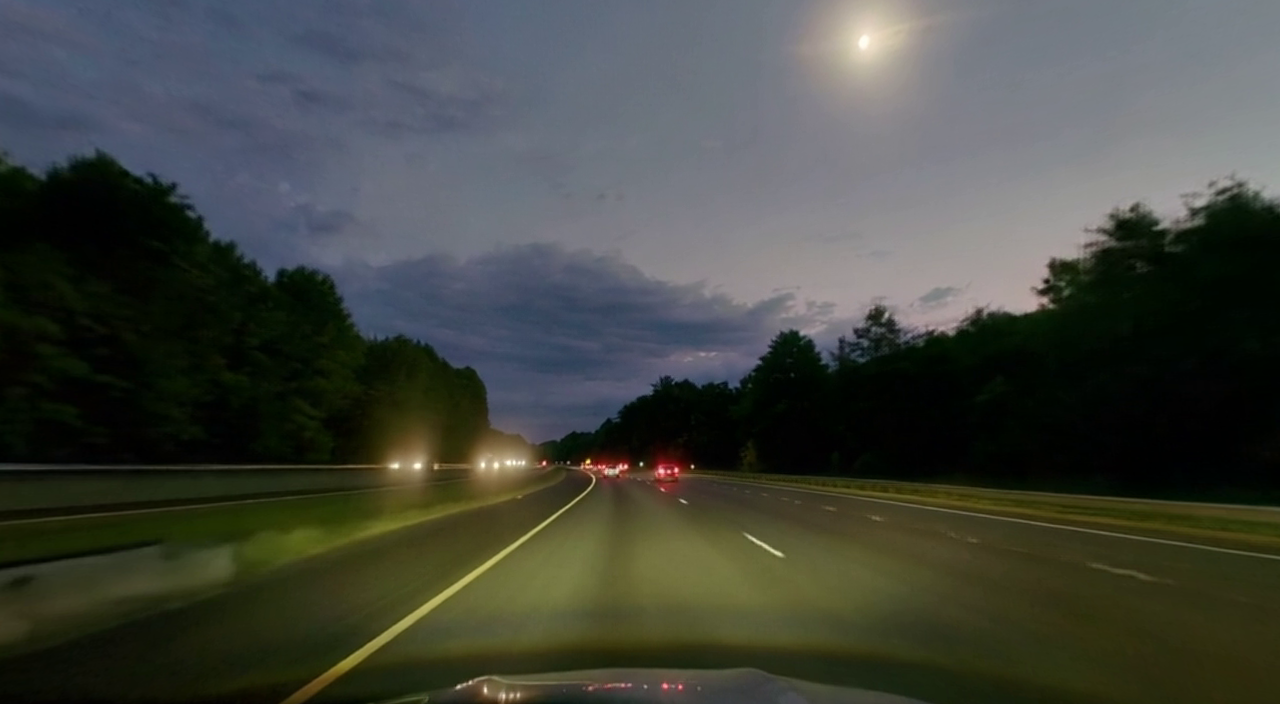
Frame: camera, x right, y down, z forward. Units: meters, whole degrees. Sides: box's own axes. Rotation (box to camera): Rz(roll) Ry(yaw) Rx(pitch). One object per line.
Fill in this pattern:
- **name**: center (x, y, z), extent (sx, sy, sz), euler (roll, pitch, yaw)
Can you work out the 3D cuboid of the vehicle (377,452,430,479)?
- **vehicle**: center (-15.049, 7.270, 40.296), extent (1.986, 1.548, 3.812), euler (1, -11, -2)
